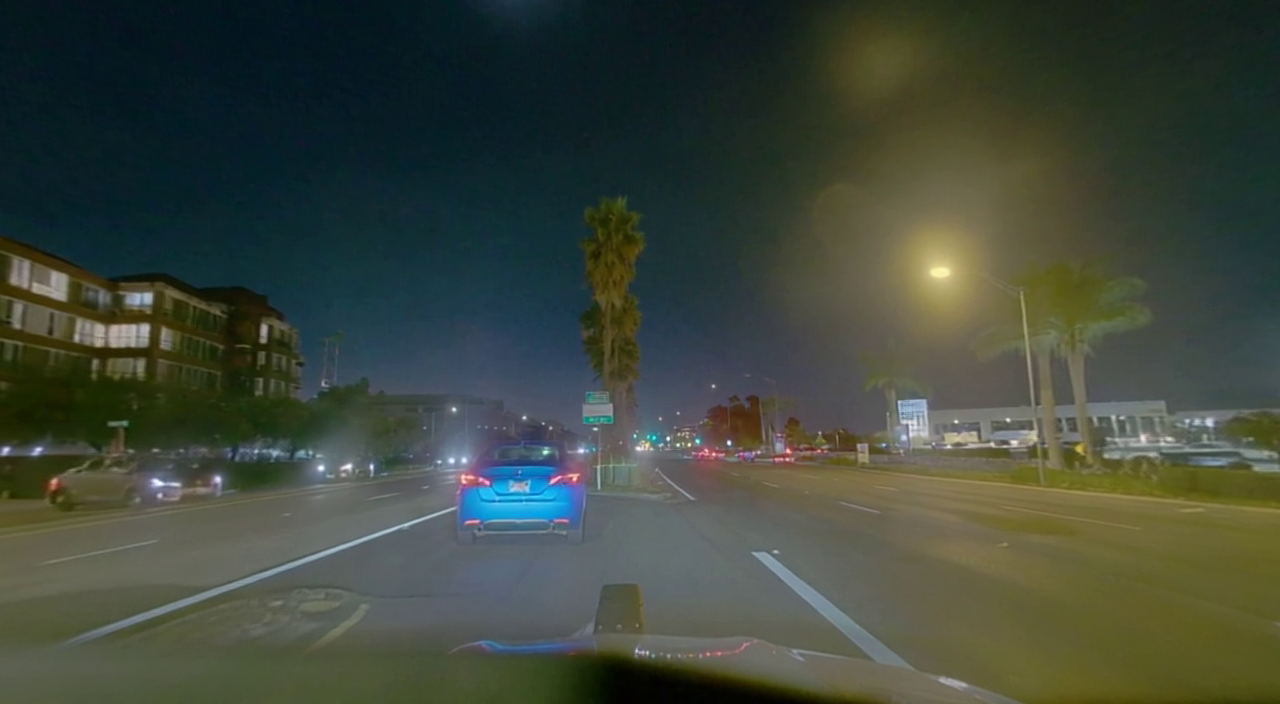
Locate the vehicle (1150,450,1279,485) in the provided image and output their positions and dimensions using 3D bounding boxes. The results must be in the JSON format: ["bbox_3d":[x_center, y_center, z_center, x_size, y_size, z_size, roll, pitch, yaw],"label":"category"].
[{"bbox_3d":[25.863,5.118,28.109,4.446,1.464,1.954,-1,-9,4],"label":"vehicle"}]

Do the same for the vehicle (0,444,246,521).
[{"bbox_3d":[-11.821,2.905,14.476,4.457,1.552,2.095,-2,-9,14],"label":"vehicle"}]

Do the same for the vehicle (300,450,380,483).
[{"bbox_3d":[-14.875,5.671,31.623,2.099,1.464,4.615,1,-9,-5],"label":"vehicle"}]

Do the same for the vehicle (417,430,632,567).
[{"bbox_3d":[-1.947,1.959,9.326,1.986,1.473,4.382,4,-9,-25],"label":"vehicle"}]
